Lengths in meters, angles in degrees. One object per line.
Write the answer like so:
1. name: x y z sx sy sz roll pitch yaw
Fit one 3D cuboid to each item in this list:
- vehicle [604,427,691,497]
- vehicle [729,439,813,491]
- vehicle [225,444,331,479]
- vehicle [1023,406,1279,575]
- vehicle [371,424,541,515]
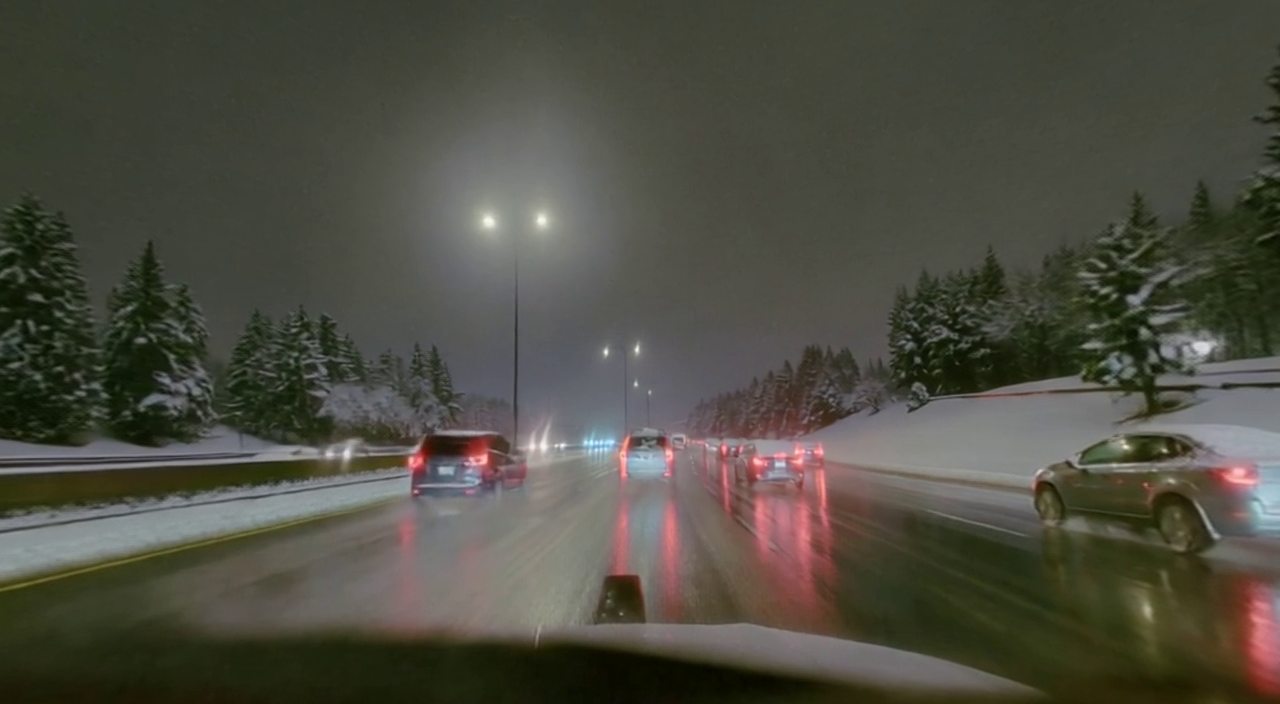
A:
1. vehicle: 0.265 3.081 17.966 2.181 1.728 3.970 0 -9 2
2. vehicle: 4.216 3.697 21.011 1.999 1.514 4.338 0 -9 2
3. vehicle: -20.192 6.125 35.498 2.216 1.736 5.773 0 -9 4
4. vehicle: 7.390 1.653 8.015 2.028 1.657 4.823 0 -9 1
5. vehicle: -3.737 2.502 13.866 2.128 1.627 4.697 0 -9 3
